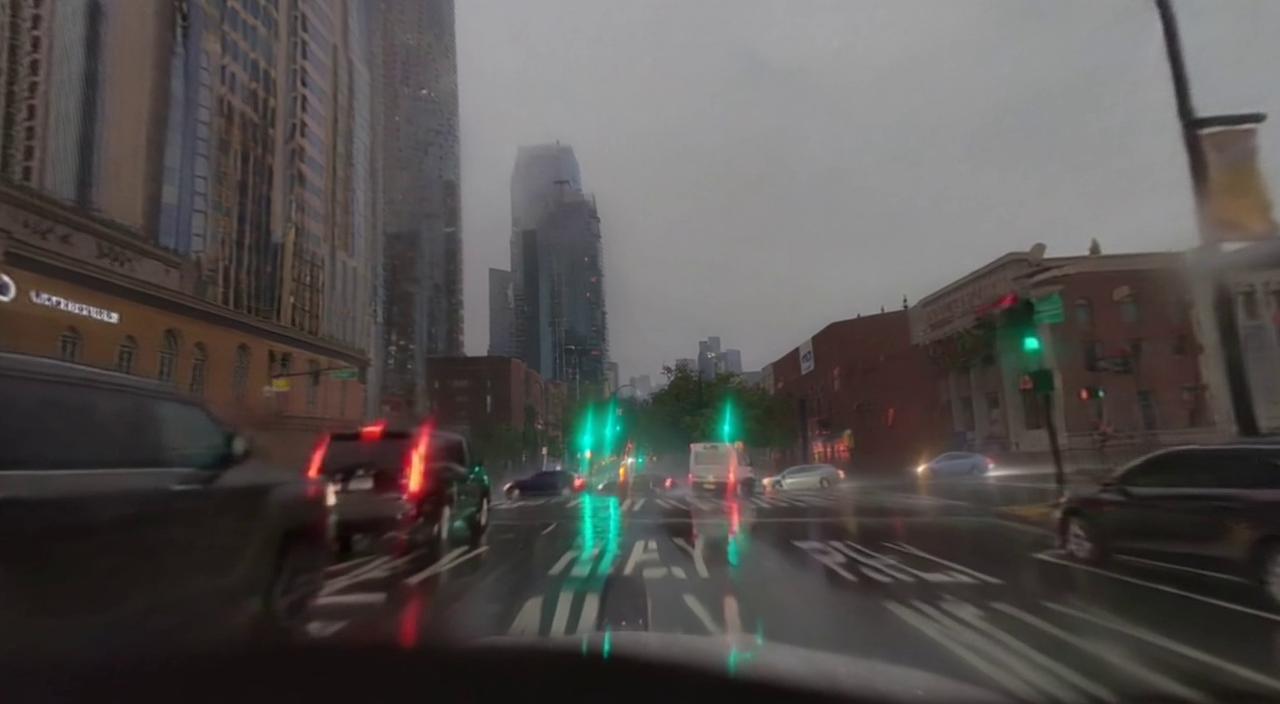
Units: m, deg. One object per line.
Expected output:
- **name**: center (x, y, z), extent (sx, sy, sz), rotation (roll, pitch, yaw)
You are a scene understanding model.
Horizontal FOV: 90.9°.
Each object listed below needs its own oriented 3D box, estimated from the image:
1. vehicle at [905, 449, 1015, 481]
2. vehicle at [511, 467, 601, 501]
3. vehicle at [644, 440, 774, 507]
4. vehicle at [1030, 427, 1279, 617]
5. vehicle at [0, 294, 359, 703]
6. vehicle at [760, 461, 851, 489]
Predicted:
- **vehicle**: center (16.966, 5.985, 33.626), extent (4.749, 1.624, 1.926), rotation (0, -9, 0)
- **vehicle**: center (-4.808, 7.585, 36.411), extent (4.748, 1.674, 1.969), rotation (4, -10, -27)
- **vehicle**: center (2.296, 3.616, 19.365), extent (2.328, 1.746, 5.072), rotation (-4, -10, 26)
- **vehicle**: center (6.014, 1.455, 5.797), extent (2.056, 1.460, 4.358), rotation (0, -9, 0)
- **vehicle**: center (-3.414, 0.811, 2.859), extent (1.977, 1.887, 5.068), rotation (0, -9, -1)
- **vehicle**: center (8.892, 6.638, 34.159), extent (4.371, 1.439, 1.818), rotation (0, -9, -1)
